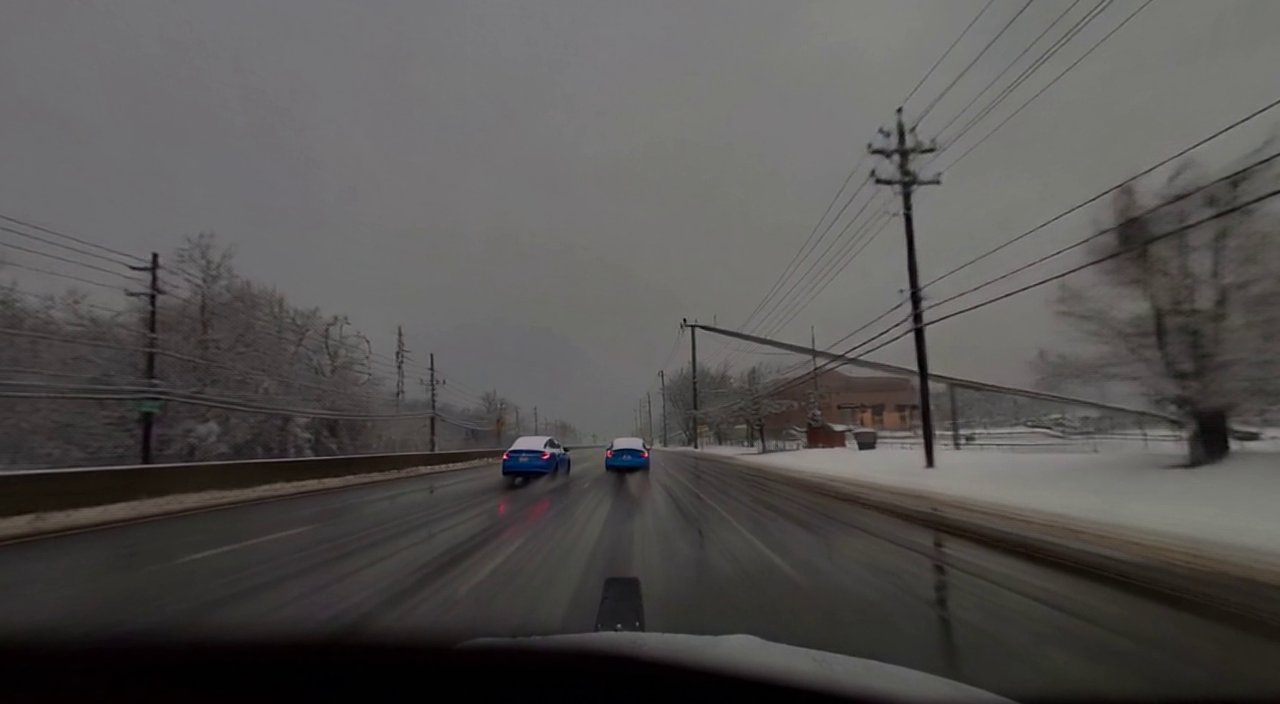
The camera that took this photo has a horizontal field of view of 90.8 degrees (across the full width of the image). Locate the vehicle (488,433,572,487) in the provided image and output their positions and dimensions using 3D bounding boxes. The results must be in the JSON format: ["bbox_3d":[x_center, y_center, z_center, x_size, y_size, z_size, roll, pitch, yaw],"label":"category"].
[{"bbox_3d":[-3.613,3.660,21.725,1.985,1.607,4.892,0,-8,1],"label":"vehicle"}]

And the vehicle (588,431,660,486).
[{"bbox_3d":[-0.501,3.583,21.544,2.189,1.652,4.135,0,-8,0],"label":"vehicle"}]
